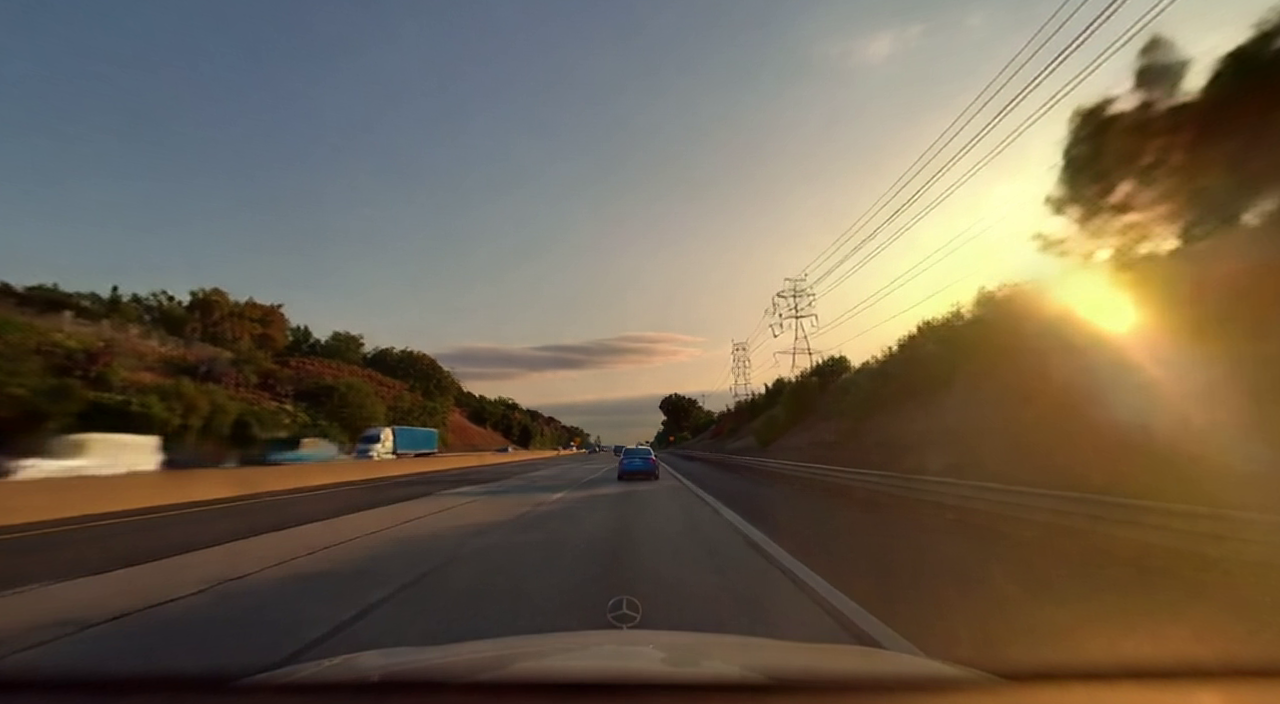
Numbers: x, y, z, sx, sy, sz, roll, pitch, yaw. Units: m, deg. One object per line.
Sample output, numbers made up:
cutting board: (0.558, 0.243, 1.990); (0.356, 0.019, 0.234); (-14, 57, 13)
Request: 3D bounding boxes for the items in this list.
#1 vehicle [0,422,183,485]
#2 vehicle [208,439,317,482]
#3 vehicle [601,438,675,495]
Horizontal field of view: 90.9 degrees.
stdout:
vehicle: (-20.549, 3.284, 20.540); (2.783, 1.863, 11.406); (0, -8, 1)
vehicle: (-16.403, 4.735, 27.700); (2.188, 1.702, 4.112); (0, -9, 0)
vehicle: (-0.092, 3.395, 18.993); (1.966, 1.499, 4.298); (0, -9, -1)
